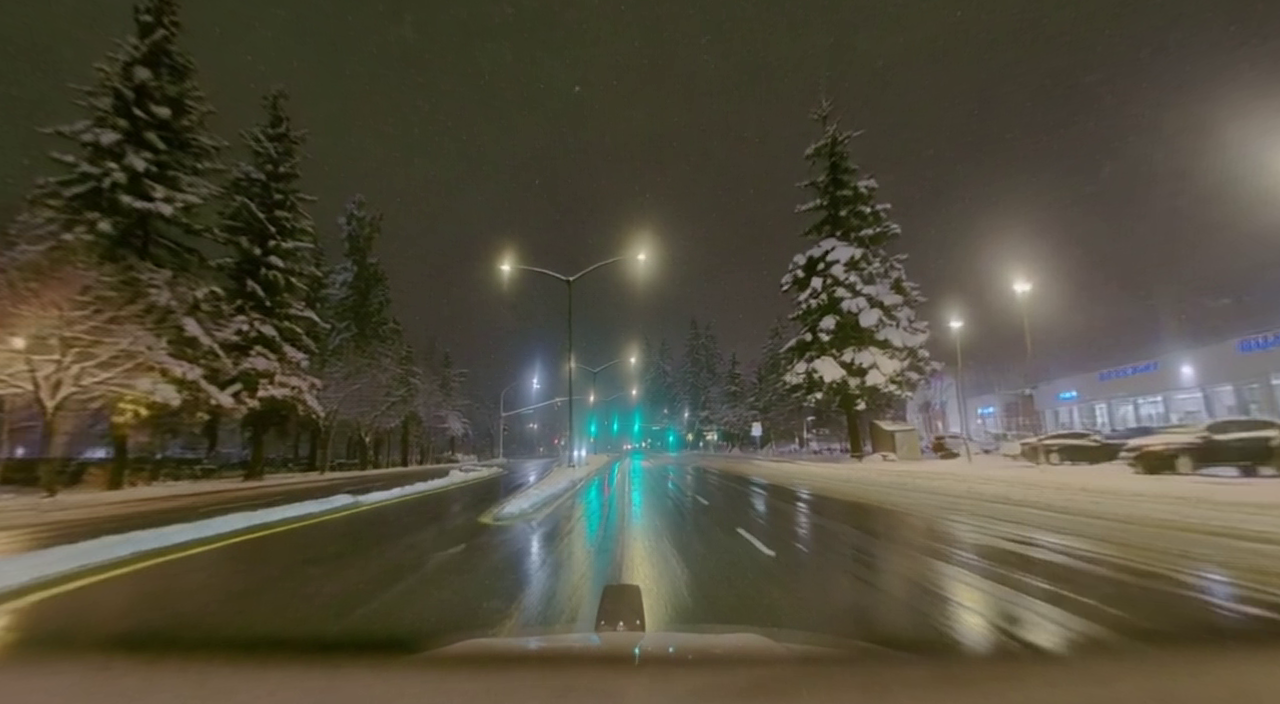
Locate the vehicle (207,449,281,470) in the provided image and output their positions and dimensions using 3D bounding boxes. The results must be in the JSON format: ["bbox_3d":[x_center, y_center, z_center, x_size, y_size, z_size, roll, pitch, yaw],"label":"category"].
[{"bbox_3d":[-29.957,8.130,47.853,4.293,1.524,1.850,0,-9,1],"label":"vehicle"}]

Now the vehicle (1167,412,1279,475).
[{"bbox_3d":[17.928,2.693,18.618,4.095,1.657,2.177,4,-10,-29],"label":"vehicle"}]

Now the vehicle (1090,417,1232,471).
[{"bbox_3d":[17.556,3.100,21.262,4.511,1.644,2.066,5,-10,-30],"label":"vehicle"}]

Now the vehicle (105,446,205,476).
[{"bbox_3d":[-30.182,6.777,39.428,4.528,1.695,1.945,-1,-9,-4],"label":"vehicle"}]

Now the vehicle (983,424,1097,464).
[{"bbox_3d":[17.654,4.072,27.896,4.638,1.648,1.887,4,-9,-24],"label":"vehicle"}]

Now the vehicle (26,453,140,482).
[{"bbox_3d":[-30.269,6.271,34.419,4.401,1.460,1.825,0,-9,-1],"label":"vehicle"}]
